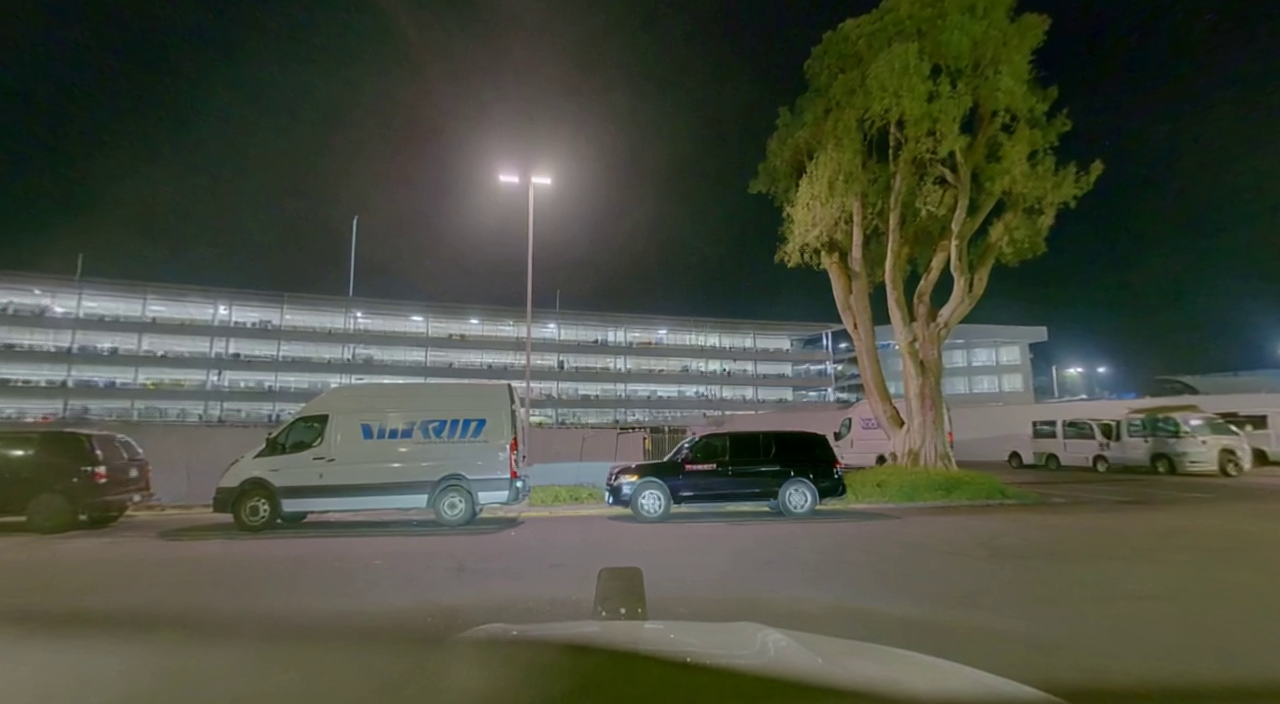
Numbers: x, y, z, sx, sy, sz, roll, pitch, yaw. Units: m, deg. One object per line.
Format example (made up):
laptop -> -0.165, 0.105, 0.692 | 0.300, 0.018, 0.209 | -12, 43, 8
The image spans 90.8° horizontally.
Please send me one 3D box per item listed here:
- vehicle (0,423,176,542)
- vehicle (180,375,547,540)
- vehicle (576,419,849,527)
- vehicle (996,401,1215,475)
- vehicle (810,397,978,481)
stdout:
vehicle -> -12.561, 2.313, 11.450 | 6.311, 1.951, 2.161 | 1, -8, -6
vehicle -> -4.825, 1.950, 12.090 | 5.899, 2.757, 2.257 | 1, -8, -6
vehicle -> 1.278, 2.331, 12.563 | 4.992, 1.894, 2.043 | 1, -8, -7
vehicle -> 15.823, 3.033, 22.262 | 2.228, 2.126, 6.632 | -1, -8, -5
vehicle -> 7.986, 2.887, 20.814 | 2.491, 2.324, 5.986 | 1, -8, -6
